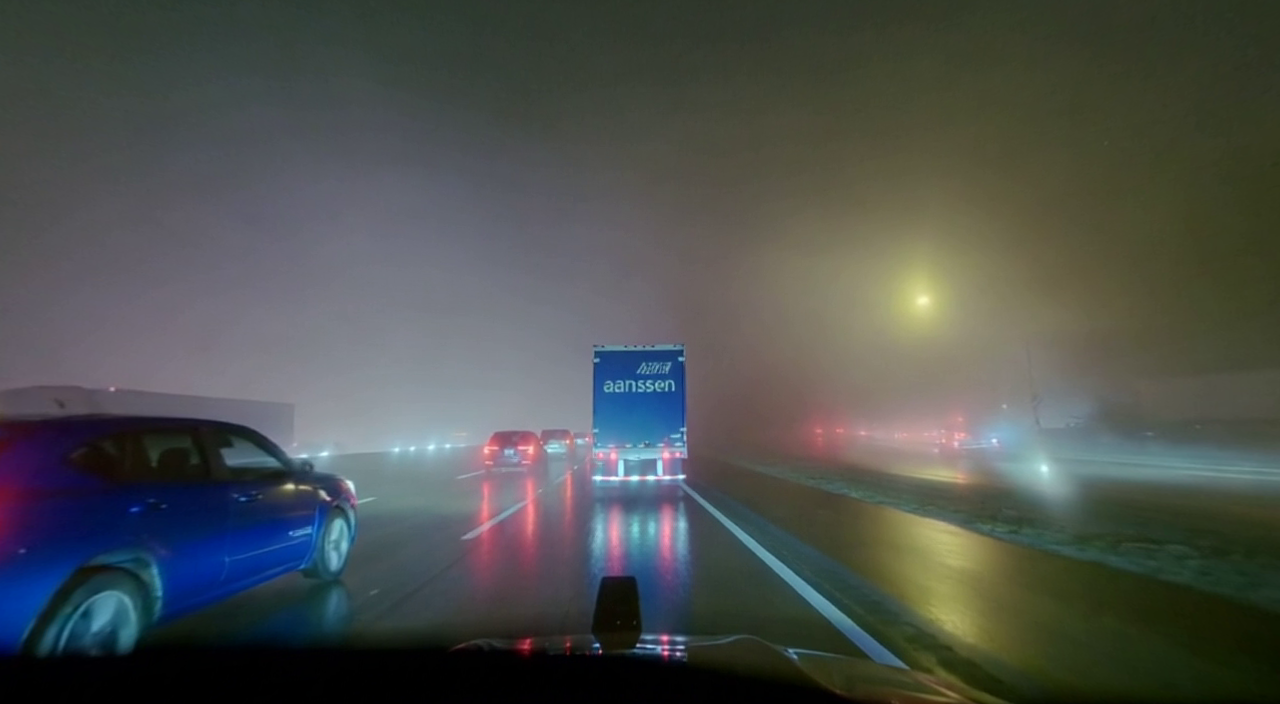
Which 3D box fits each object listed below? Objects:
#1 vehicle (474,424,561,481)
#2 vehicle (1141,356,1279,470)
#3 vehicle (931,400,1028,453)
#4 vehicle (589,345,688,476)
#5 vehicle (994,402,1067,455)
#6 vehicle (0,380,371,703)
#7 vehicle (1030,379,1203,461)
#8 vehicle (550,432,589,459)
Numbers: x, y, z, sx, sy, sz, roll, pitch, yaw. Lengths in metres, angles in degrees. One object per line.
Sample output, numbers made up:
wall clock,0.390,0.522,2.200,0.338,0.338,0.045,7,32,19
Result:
vehicle,-3.728,3.135,19.918,1.946,1.599,4.073,0,-8,0
vehicle,19.115,1.905,19.115,2.595,3.137,6.079,0,-7,0
vehicle,18.927,4.251,35.474,2.432,2.753,5.388,0,-8,1
vehicle,-0.103,2.602,25.822,3.171,4.204,11.036,0,-8,0
vehicle,19.606,3.850,31.708,1.658,2.523,2.851,0,-8,-1
vehicle,-3.697,1.071,4.067,1.964,1.507,4.361,0,-8,0
vehicle,19.347,2.888,26.069,2.443,3.006,5.844,0,-8,0
vehicle,-4.200,5.639,38.113,1.921,1.524,3.912,0,-8,0
